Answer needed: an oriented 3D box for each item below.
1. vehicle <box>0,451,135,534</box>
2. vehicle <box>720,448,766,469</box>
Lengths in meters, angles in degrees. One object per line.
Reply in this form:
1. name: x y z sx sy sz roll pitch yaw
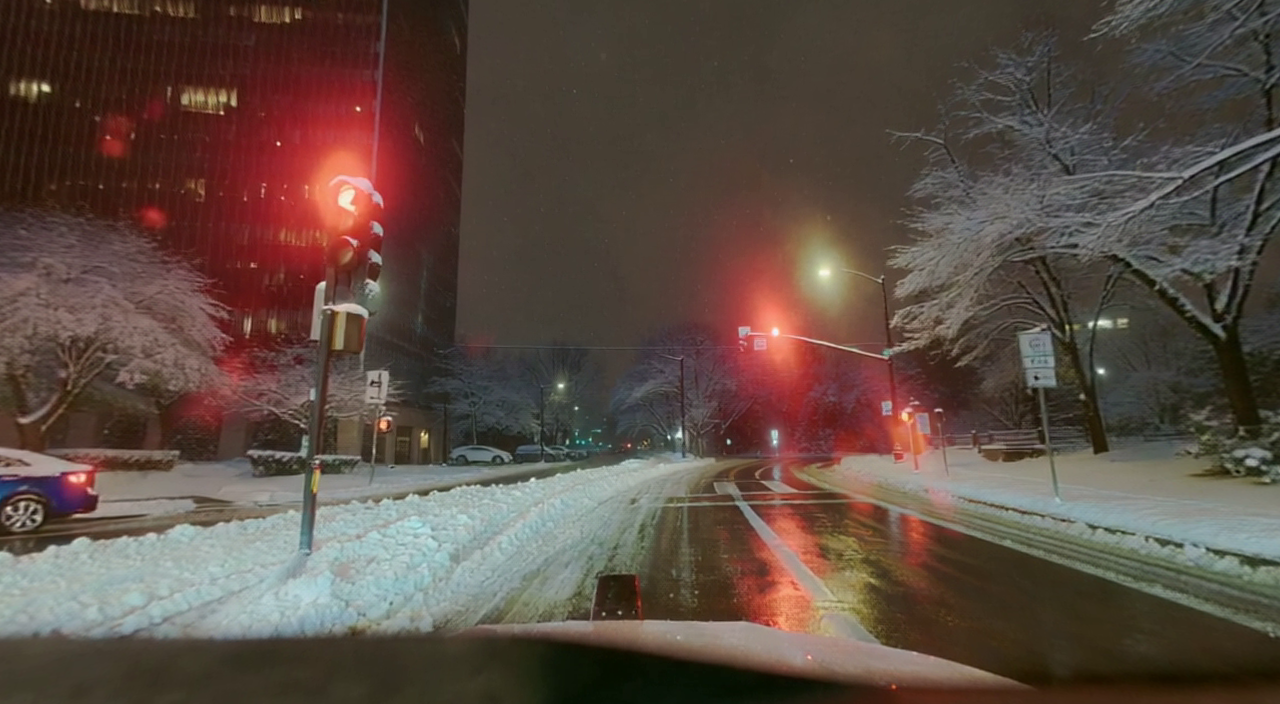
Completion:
1. vehicle: -12.859 2.712 12.270 4.598 1.490 1.816 7 -11 -40
2. vehicle: 7.857 8.121 48.415 1.829 1.440 4.384 2 -9 -14
